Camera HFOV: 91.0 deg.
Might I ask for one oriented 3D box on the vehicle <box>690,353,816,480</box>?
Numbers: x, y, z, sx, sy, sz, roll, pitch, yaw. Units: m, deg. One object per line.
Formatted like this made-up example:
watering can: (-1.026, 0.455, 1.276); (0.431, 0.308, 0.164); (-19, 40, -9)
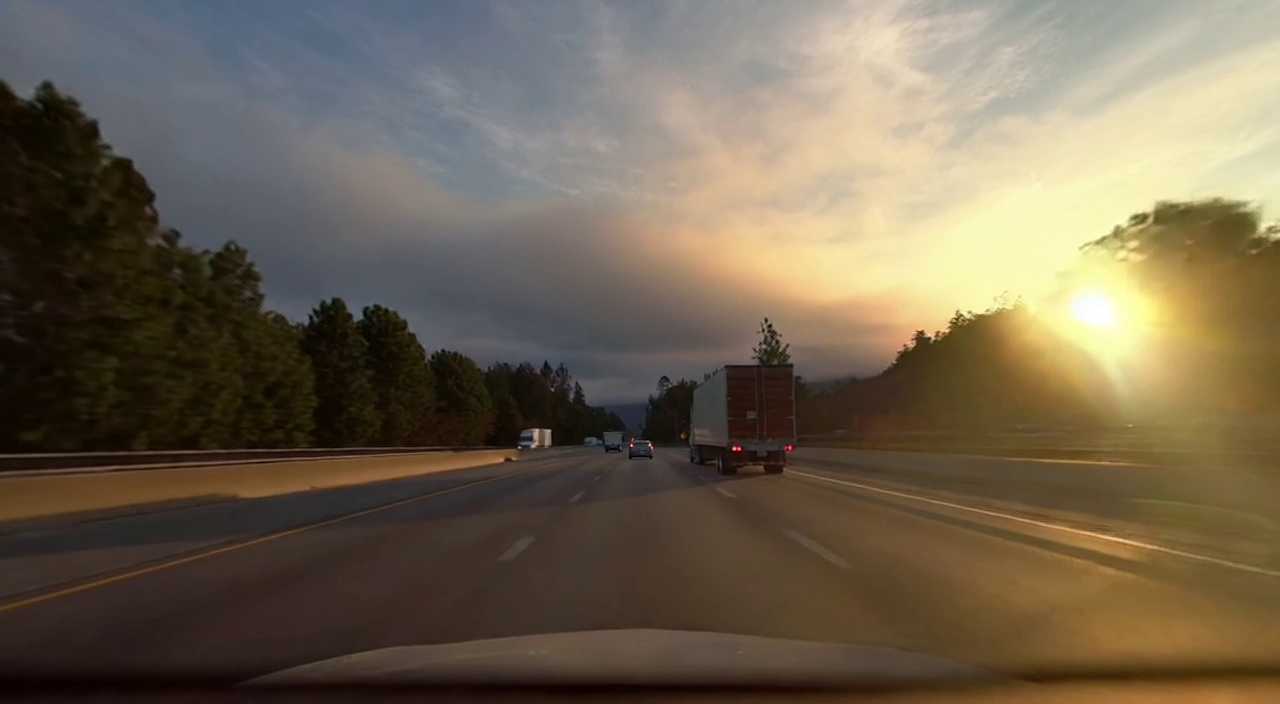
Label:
vehicle: (4.248, 3.081, 27.694); (3.005, 4.131, 14.221); (0, -8, 0)

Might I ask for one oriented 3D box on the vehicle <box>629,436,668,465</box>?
vehicle: (0.564, 5.896, 37.894); (2.139, 1.607, 4.034); (-1, -8, 3)
